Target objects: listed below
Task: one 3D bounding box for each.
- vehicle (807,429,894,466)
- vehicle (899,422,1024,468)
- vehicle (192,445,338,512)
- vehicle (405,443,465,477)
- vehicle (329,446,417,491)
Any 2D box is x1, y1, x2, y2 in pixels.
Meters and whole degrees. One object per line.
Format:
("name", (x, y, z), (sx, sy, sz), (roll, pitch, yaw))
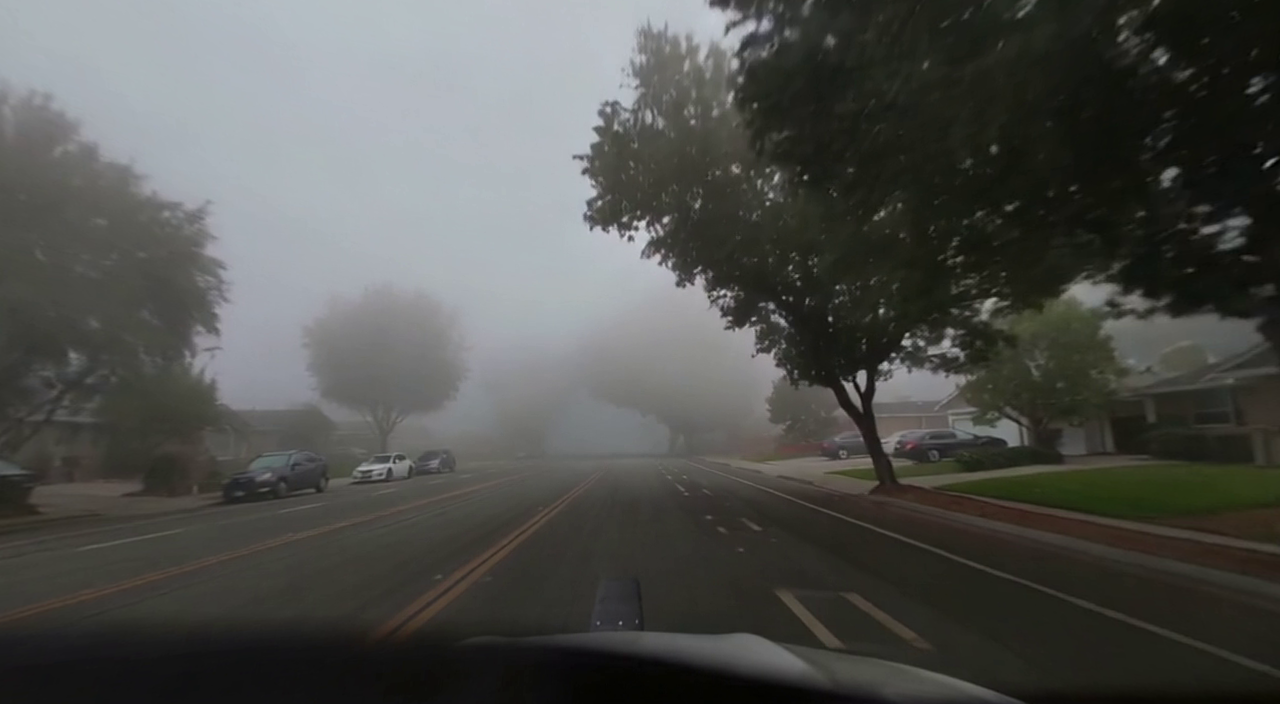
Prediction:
("vehicle", (12.124, 5.500, 36.570), (4.194, 1.850, 1.951), (-2, -7, -4))
("vehicle", (14.528, 4.209, 28.785), (4.498, 1.831, 2.059), (-2, -7, -1))
("vehicle", (-12.211, 4.073, 21.081), (1.962, 1.735, 4.927), (-2, -7, -1))
("vehicle", (-12.364, 6.526, 38.494), (2.105, 1.930, 4.541), (0, -8, 0))
("vehicle", (-12.184, 5.309, 29.239), (2.007, 1.663, 5.077), (-2, -7, -1))
